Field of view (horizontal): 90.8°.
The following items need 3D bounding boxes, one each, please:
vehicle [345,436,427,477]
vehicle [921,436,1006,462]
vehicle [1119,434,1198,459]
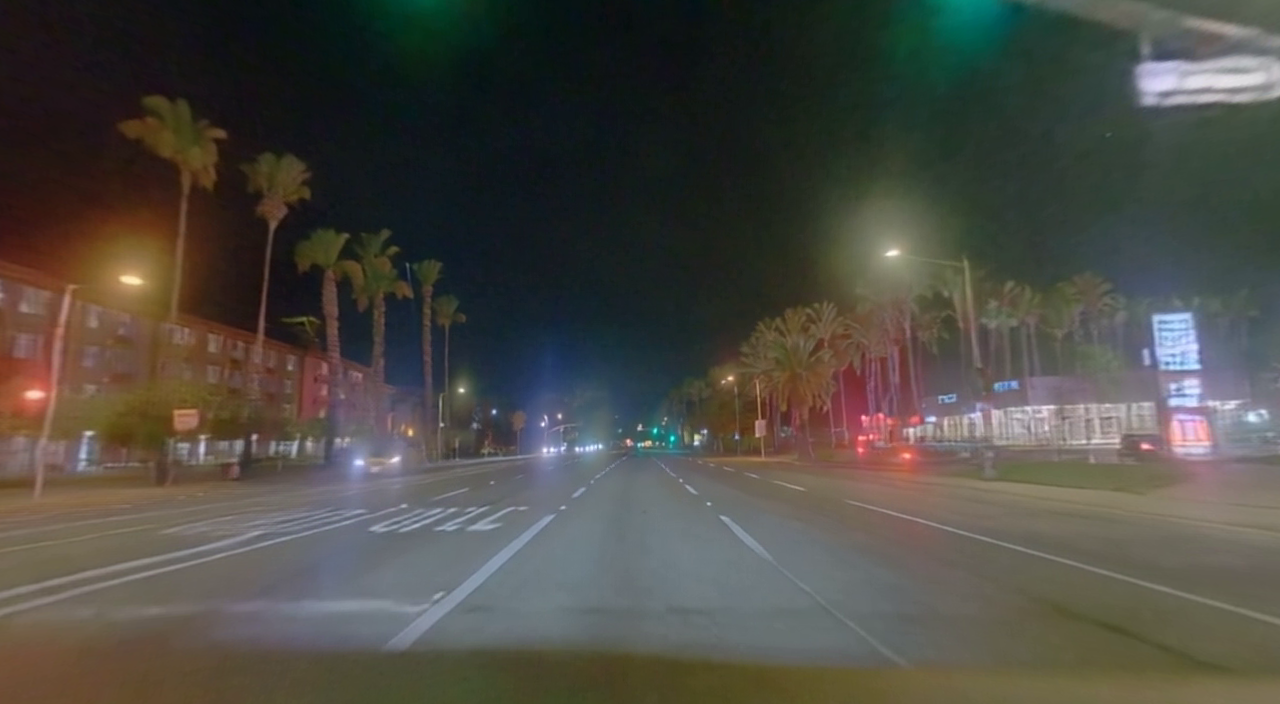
[{"bbox_3d":[-13.066,5.377,32.885,2.237,1.950,5.039,0,-8,-1],"label":"vehicle"},{"bbox_3d":[21.644,6.495,42.368,4.620,1.475,1.904,-3,-8,-3],"label":"vehicle"},{"bbox_3d":[34.830,6.351,42.490,3.698,1.478,1.811,-2,-8,-2],"label":"vehicle"}]
